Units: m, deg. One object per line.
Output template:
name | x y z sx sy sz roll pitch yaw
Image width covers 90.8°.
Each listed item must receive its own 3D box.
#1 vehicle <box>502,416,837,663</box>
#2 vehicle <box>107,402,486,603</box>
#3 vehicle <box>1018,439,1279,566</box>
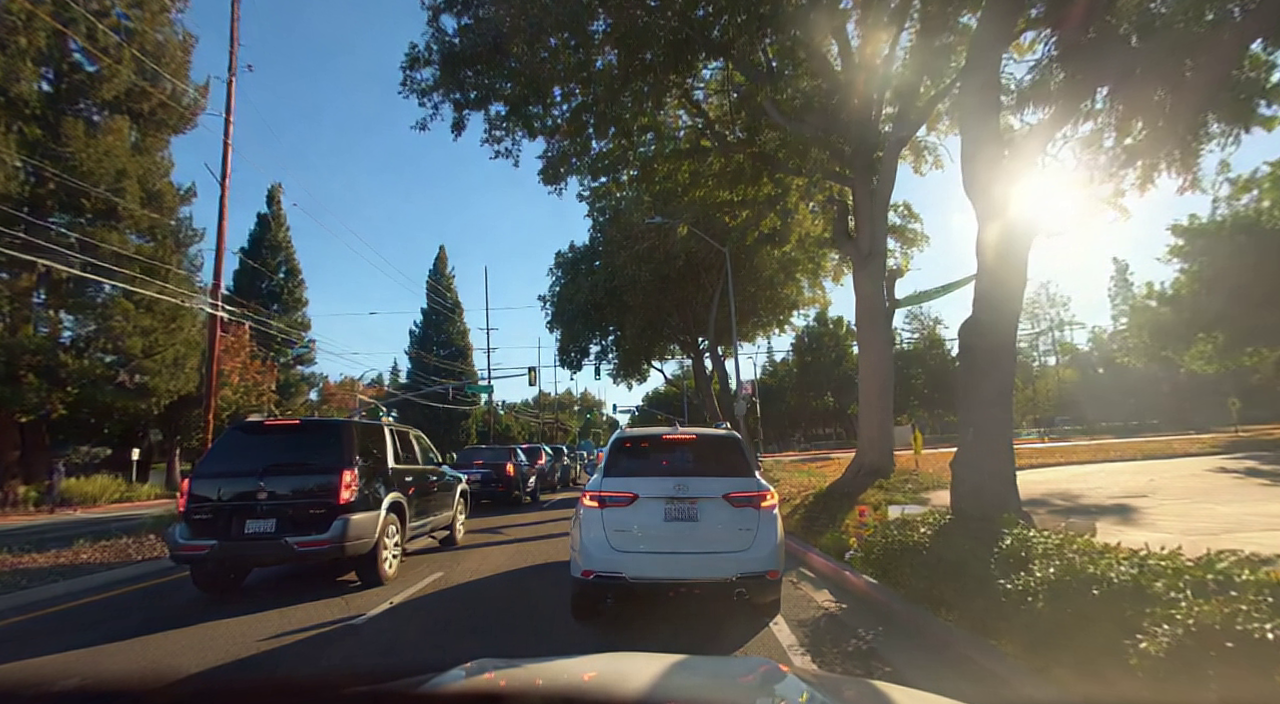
vehicle | 0.116 1.447 5.956 2.056 1.487 4.003 0 -9 -2
vehicle | -3.470 1.610 7.634 2.105 1.706 4.337 0 -9 0
vehicle | 8.383 2.154 9.926 1.993 1.508 4.521 0 -9 -1
